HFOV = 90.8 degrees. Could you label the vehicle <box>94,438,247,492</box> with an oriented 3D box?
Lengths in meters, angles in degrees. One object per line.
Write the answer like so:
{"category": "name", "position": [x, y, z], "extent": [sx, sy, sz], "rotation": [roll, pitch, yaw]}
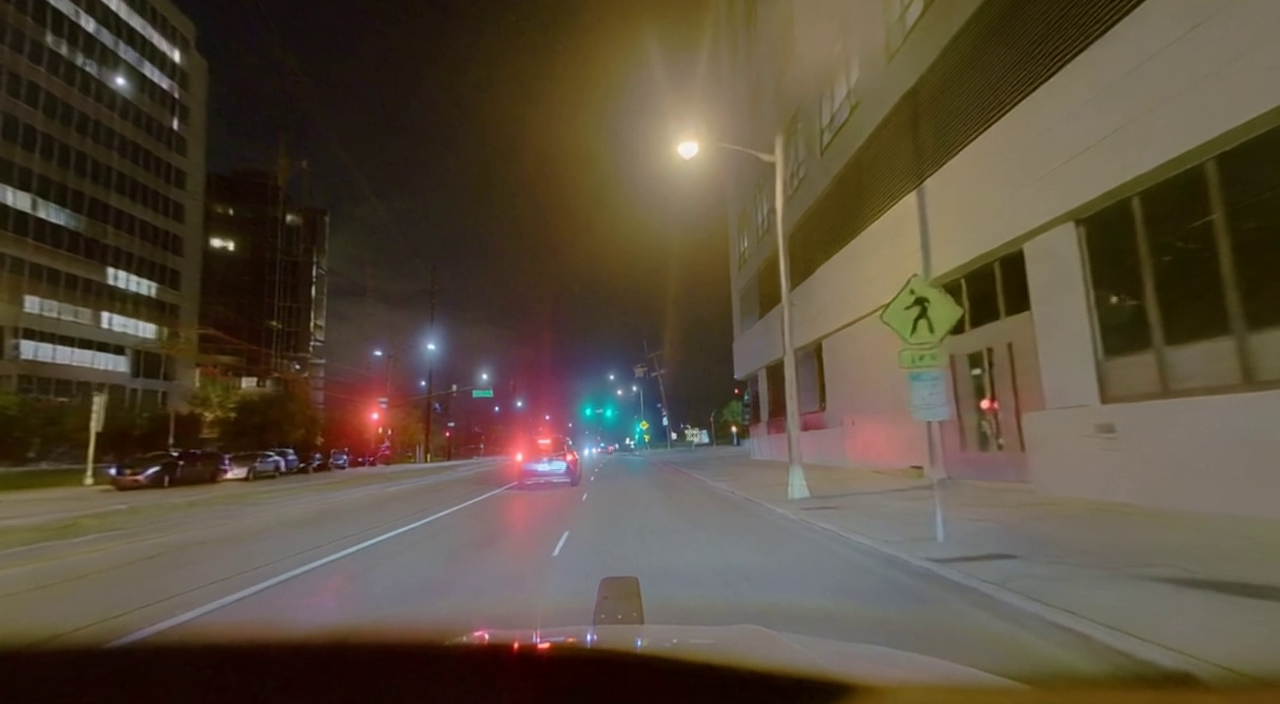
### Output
{"category": "vehicle", "position": [-21.352, 5.129, 29.281], "extent": [2.369, 2.159, 6.388], "rotation": [0, -8, -2]}

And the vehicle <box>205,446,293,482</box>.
{"category": "vehicle", "position": [-21.500, 6.138, 35.031], "extent": [2.015, 1.815, 4.856], "rotation": [0, -8, -4]}

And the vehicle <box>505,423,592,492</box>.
{"category": "vehicle", "position": [-2.522, 3.033, 18.399], "extent": [2.022, 1.757, 4.041], "rotation": [0, -8, -2]}

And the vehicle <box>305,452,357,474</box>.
{"category": "vehicle", "position": [-22.209, 7.961, 45.620], "extent": [1.790, 1.415, 4.450], "rotation": [0, -8, -4]}
